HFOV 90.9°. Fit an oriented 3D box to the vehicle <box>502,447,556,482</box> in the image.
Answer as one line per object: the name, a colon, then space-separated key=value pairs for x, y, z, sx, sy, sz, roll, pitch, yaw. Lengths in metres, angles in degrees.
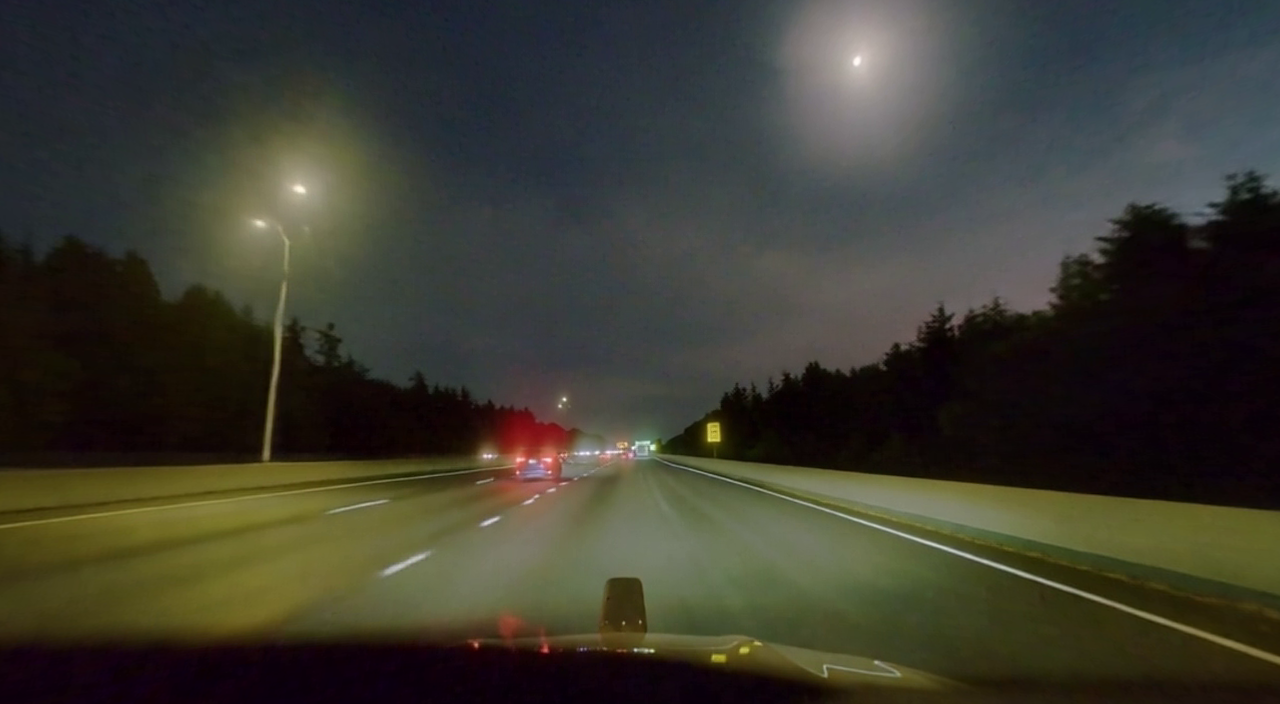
vehicle: x=-5.437 y=5.563 z=31.454 sx=1.875 sy=1.587 sz=4.687 roll=0 pitch=-9 yaw=-1
